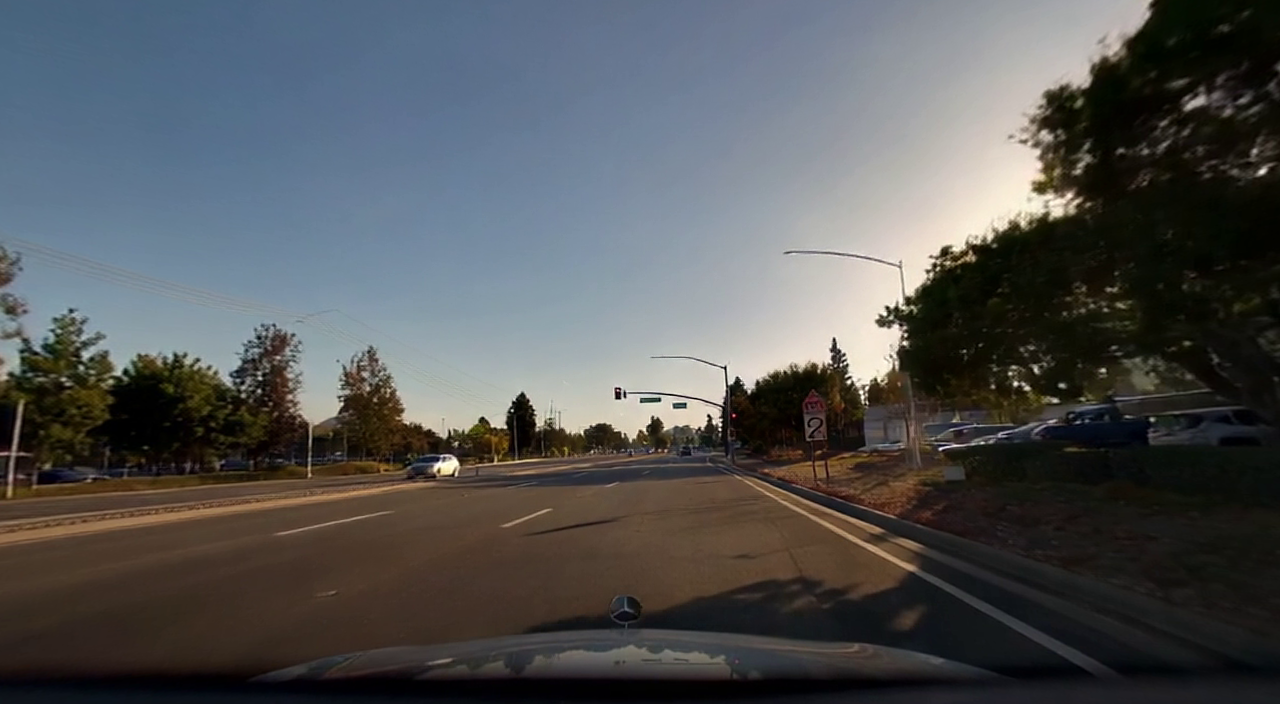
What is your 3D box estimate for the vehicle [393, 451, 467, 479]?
[{"bbox_3d":[-11.564,6.236,35.096,2.240,1.452,4.518,-1,-9,5],"label":"vehicle"}]
